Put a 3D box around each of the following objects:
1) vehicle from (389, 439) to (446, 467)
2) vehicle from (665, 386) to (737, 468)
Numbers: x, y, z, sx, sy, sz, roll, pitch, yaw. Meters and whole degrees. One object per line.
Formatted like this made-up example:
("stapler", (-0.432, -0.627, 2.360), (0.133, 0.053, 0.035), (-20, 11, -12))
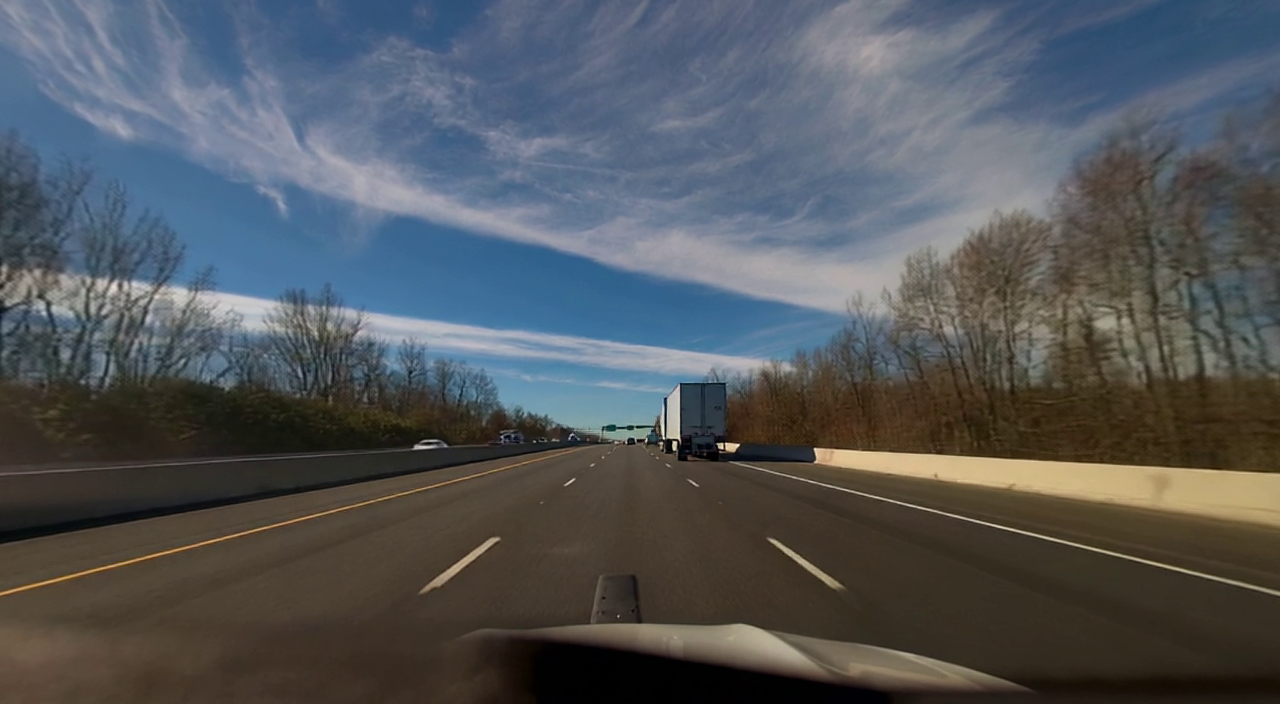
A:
("vehicle", (-12.740, 5.781, 36.245), (1.803, 1.450, 4.054), (0, -8, -1))
("vehicle", (3.418, 4.814, 40.018), (2.979, 4.161, 15.508), (1, -7, 0))
